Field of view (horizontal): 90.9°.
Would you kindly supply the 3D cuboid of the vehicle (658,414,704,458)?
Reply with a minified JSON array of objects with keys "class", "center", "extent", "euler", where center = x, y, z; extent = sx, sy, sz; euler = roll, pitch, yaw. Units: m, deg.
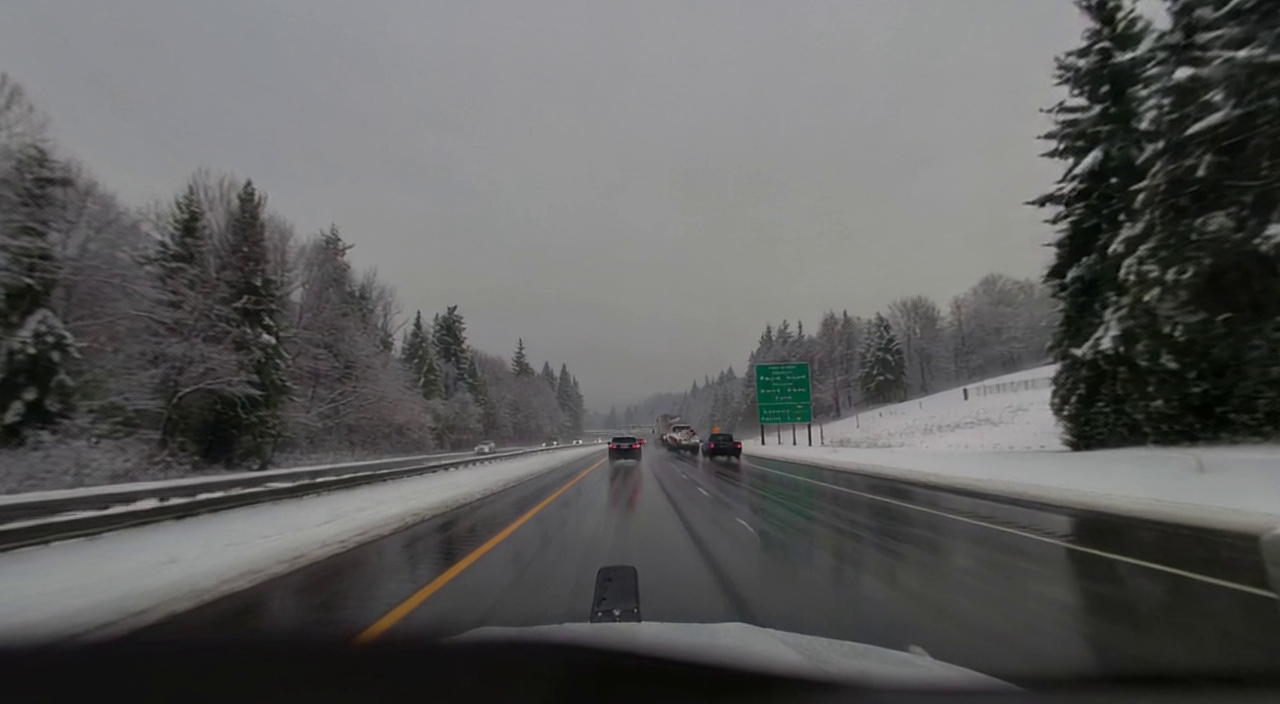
[{"class":"vehicle","center":[2.944,6.319,47.479],"extent":[2.728,3.053,7.708],"euler":[0,-8,-1]}]

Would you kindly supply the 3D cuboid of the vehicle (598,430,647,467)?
[{"class":"vehicle","center":[-0.837,4.673,30.819],"extent":[2.206,1.681,4.111],"euler":[0,-8,-1]}]

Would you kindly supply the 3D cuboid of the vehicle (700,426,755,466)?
[{"class":"vehicle","center":[4.375,4.758,32.169],"extent":[2.073,1.905,4.023],"euler":[0,-8,-2]}]
